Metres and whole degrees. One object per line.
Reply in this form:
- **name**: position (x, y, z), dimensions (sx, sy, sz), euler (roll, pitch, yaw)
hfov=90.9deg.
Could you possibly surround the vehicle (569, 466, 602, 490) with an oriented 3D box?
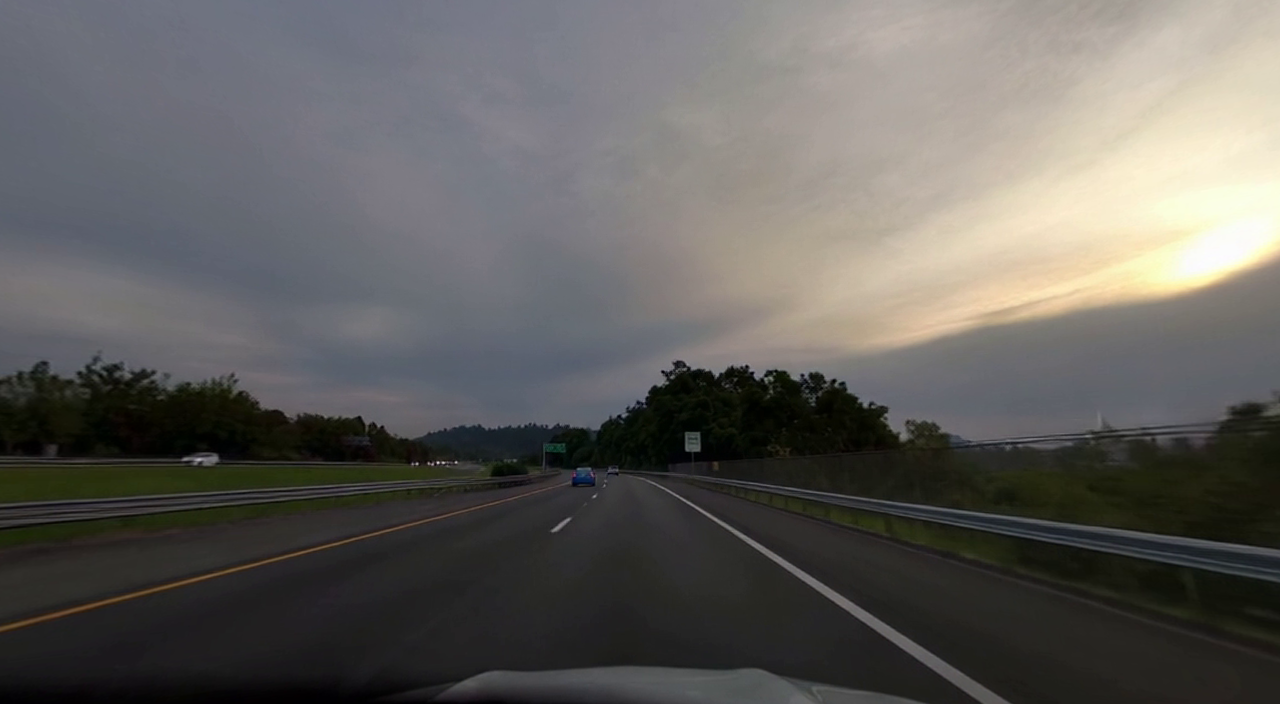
- **vehicle**: position (-3.687, 8.674, 43.643), dimensions (1.967, 1.556, 4.364), euler (1, -10, -1)
